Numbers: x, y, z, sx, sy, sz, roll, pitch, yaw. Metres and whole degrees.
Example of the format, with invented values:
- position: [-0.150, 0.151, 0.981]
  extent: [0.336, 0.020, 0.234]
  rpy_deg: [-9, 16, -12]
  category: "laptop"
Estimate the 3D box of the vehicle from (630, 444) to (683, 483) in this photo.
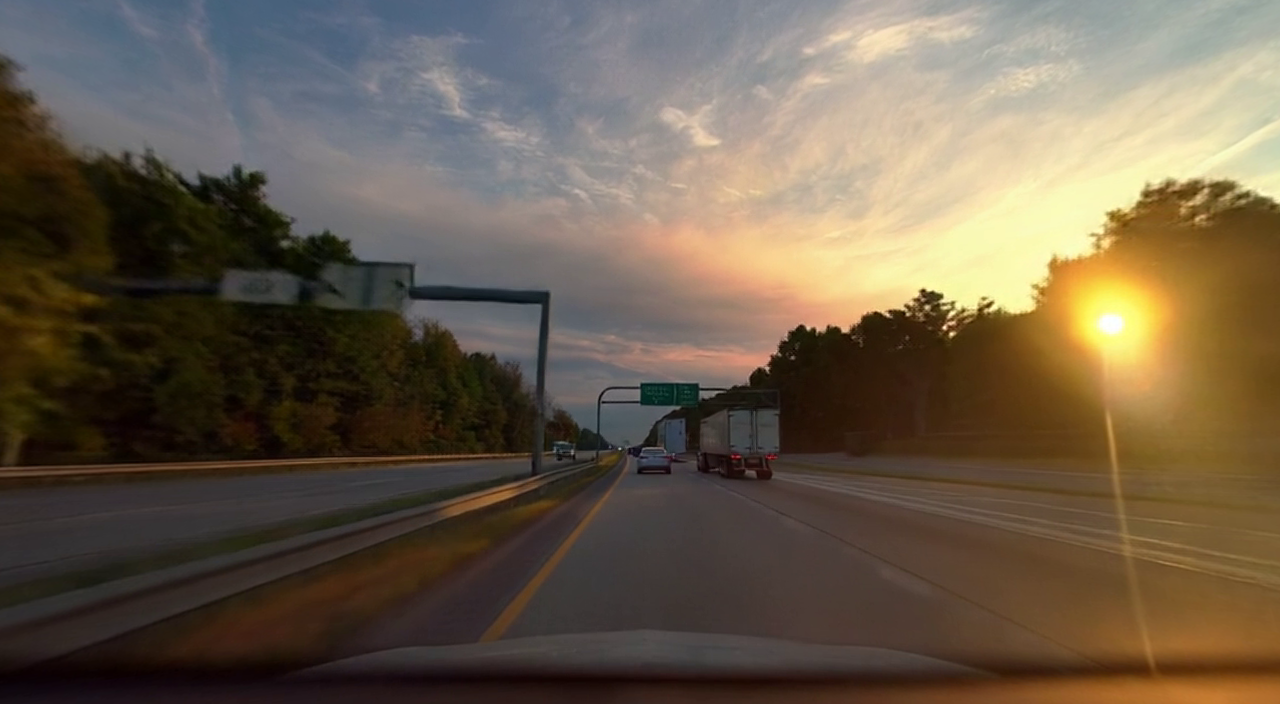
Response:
- position: [0.629, 4.720, 26.985]
  extent: [2.069, 1.523, 4.012]
  rpy_deg: [0, -9, -1]
  category: "vehicle"

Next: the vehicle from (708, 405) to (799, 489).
- position: [4.890, 4.303, 28.677]
  extent: [2.600, 3.282, 7.635]
  rpy_deg: [0, -9, -1]
  category: "vehicle"
